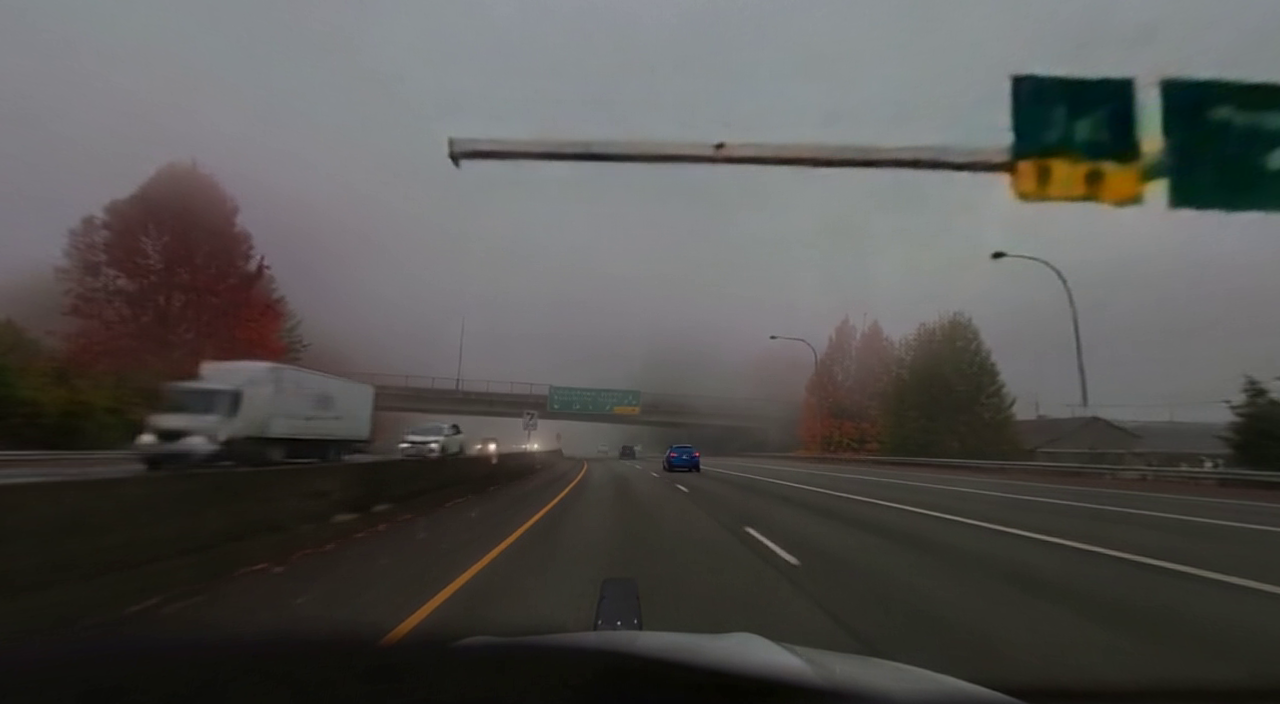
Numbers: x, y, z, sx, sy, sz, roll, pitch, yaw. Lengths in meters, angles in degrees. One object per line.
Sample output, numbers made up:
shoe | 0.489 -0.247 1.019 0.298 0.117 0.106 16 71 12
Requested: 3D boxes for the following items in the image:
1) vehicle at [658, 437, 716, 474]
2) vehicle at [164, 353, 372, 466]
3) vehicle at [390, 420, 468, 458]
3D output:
vehicle | 2.189 5.025 30.461 2.337 1.633 4.222 0 -9 -2
vehicle | -13.878 2.524 24.664 2.932 3.621 8.904 0 -9 -2
vehicle | -9.880 4.173 29.842 2.221 1.667 4.696 0 -9 -2
